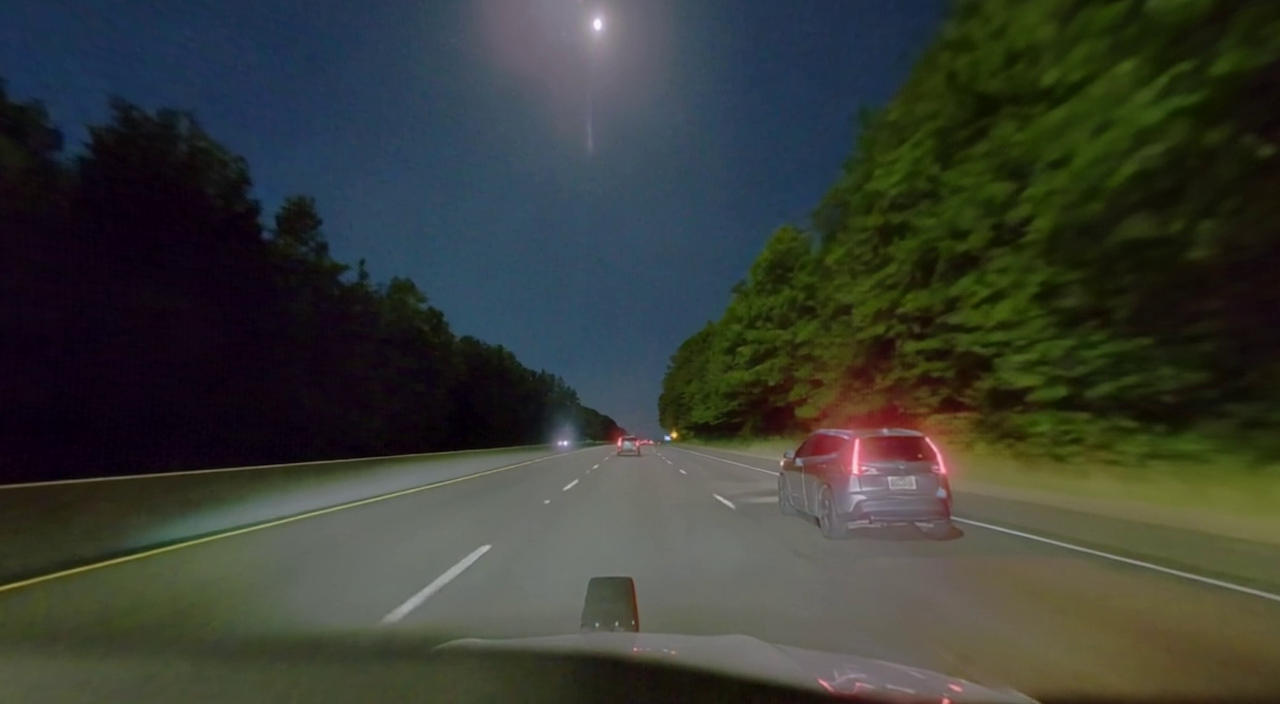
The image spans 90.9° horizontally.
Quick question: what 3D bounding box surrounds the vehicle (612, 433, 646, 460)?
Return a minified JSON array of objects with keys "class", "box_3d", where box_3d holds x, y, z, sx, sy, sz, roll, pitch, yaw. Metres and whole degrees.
[{"class":"vehicle","box_3d":[-0.700,6.213,41.532,2.094,1.653,4.283,0,-8,0]}]
